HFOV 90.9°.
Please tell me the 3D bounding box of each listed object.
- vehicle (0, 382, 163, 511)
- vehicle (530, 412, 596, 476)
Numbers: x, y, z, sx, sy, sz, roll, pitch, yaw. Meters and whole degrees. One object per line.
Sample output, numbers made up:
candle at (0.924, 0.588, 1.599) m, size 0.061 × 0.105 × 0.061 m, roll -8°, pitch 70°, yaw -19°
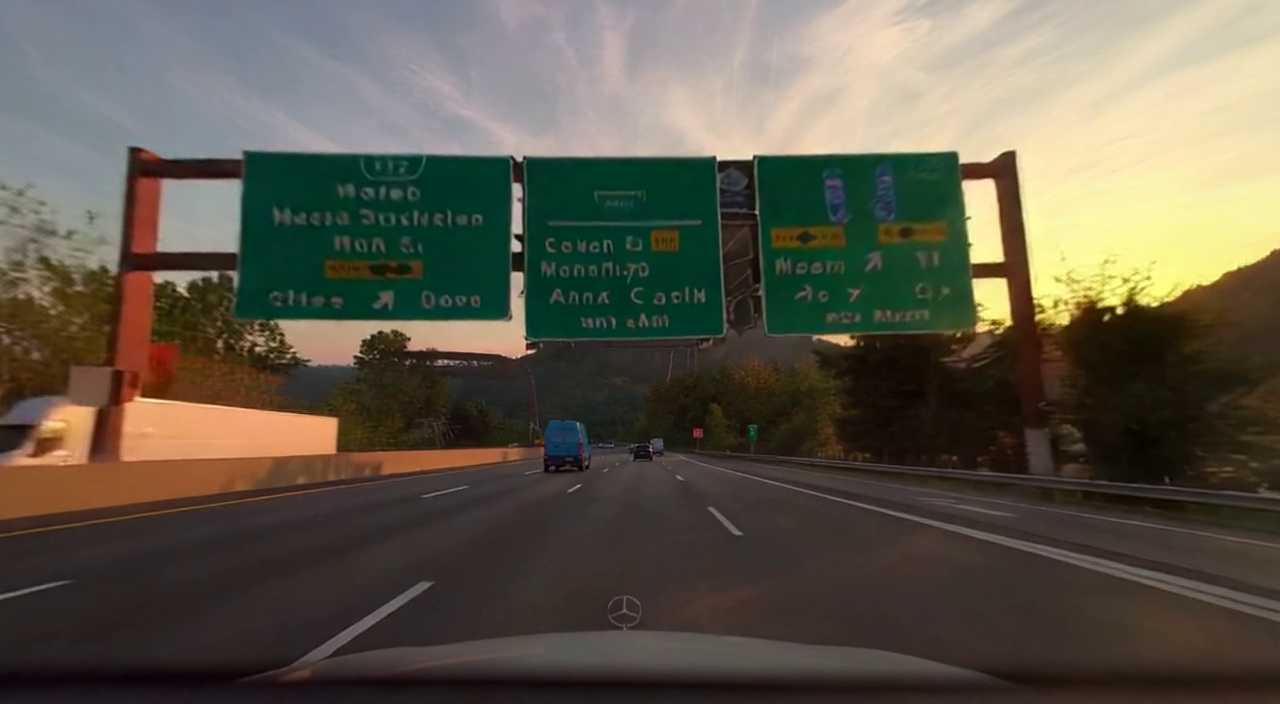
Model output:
vehicle at (-20.369, 3.239, 21.727) m, size 2.966 × 3.817 × 5.992 m, roll 0°, pitch -9°, yaw 0°
vehicle at (-3.552, 4.469, 30.502) m, size 2.382 × 2.736 × 5.982 m, roll 0°, pitch -9°, yaw 0°
